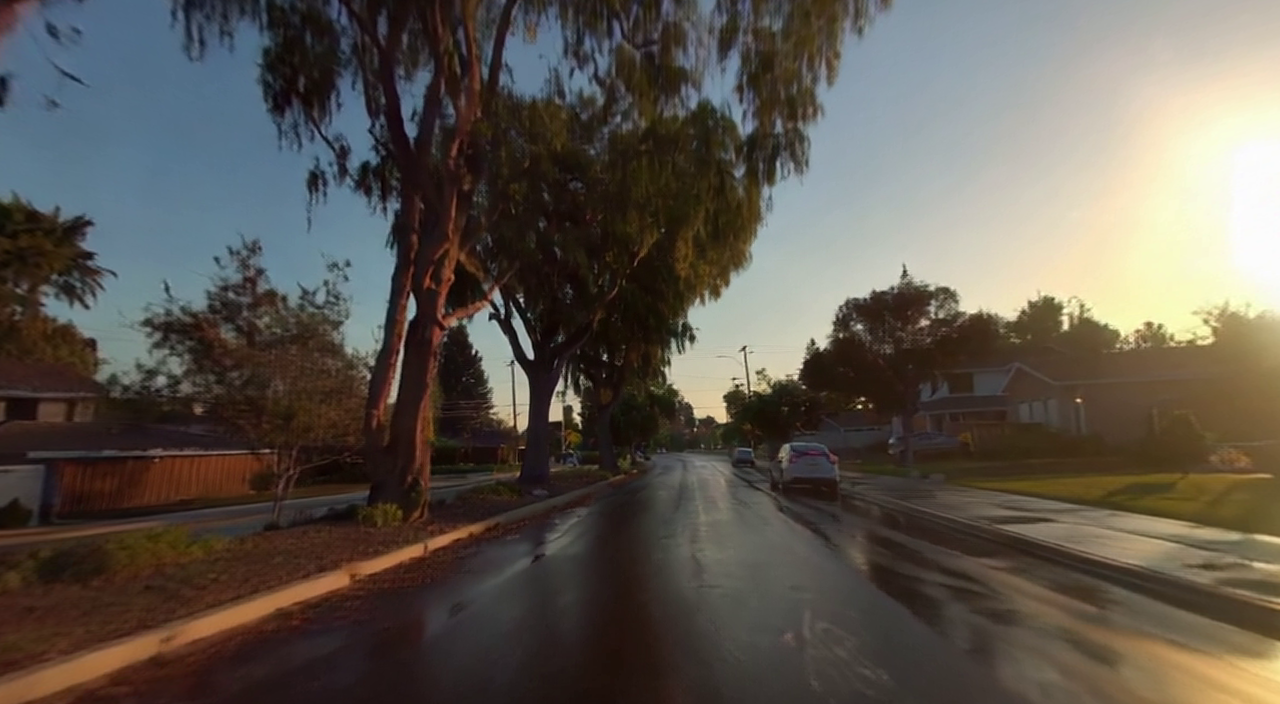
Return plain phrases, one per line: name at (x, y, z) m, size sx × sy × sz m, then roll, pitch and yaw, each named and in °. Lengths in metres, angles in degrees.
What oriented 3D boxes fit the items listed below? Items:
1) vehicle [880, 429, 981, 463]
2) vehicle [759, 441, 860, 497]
vehicle at (13.634, 4.448, 29.766) m, size 3.827 × 1.512 × 1.855 m, roll -1°, pitch -8°, yaw 5°
vehicle at (5.119, 3.558, 19.723) m, size 1.979 × 1.524 × 4.578 m, roll 0°, pitch -8°, yaw 1°
